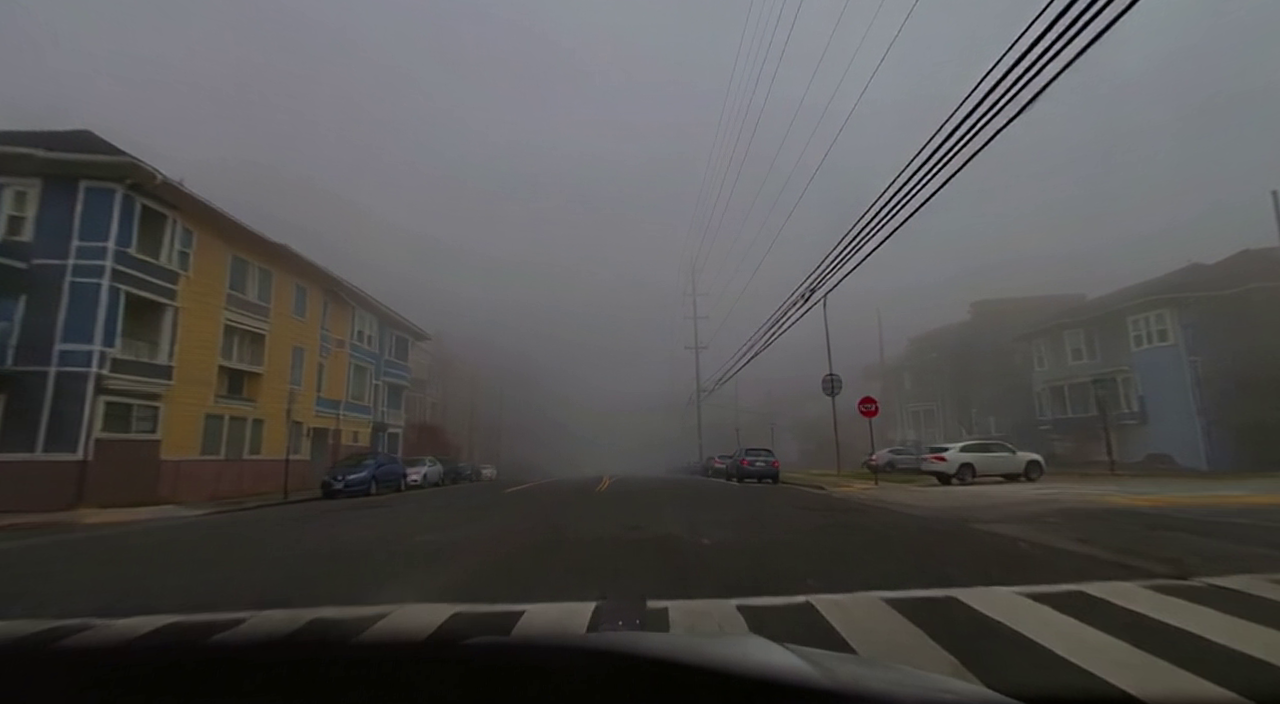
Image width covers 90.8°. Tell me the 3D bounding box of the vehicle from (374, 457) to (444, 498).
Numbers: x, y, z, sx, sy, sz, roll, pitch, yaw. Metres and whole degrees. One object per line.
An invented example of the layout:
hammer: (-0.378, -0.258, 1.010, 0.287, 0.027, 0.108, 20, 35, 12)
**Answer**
vehicle: (-10.668, 5.805, 29.523, 1.826, 1.455, 4.475, -6, -8, -5)

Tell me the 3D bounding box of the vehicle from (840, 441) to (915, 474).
vehicle: (12.744, 5.655, 33.869, 3.545, 1.448, 2.041, -5, -4, 24)

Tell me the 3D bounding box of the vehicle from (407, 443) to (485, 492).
vehicle: (-10.746, 6.439, 35.667, 2.687, 2.491, 5.936, 0, -8, -2)

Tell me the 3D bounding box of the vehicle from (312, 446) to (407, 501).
vehicle: (-10.398, 4.582, 23.754, 1.900, 1.683, 4.486, -4, -11, -6)

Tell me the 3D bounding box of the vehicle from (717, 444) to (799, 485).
vehicle: (4.686, 4.541, 25.948, 2.059, 1.502, 4.824, 1, -9, -5)

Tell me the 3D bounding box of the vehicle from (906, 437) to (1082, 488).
vehicle: (10.681, 3.311, 19.241, 4.336, 1.424, 1.954, 1, -9, -11)
